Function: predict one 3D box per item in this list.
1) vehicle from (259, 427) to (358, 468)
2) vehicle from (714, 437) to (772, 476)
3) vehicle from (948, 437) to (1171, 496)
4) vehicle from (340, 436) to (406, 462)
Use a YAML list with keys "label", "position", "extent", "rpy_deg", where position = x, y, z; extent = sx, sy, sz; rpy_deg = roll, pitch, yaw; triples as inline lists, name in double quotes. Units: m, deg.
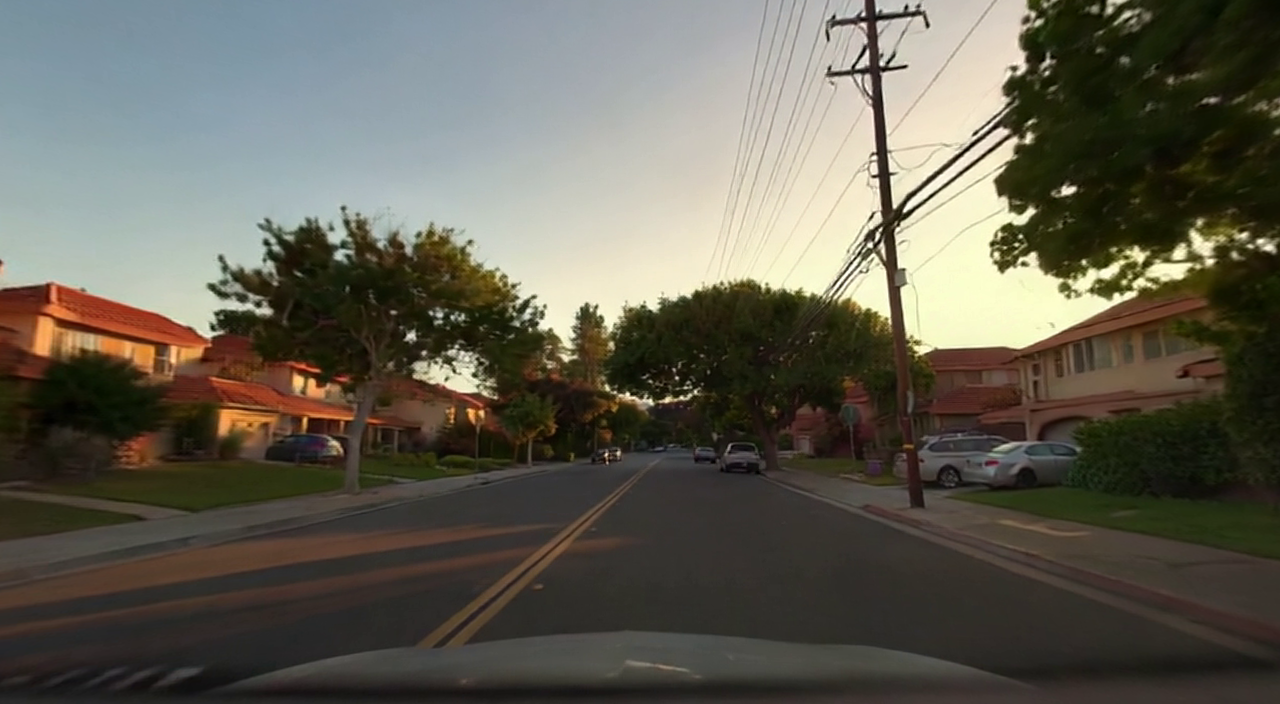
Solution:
- label: "vehicle"
  position: [-16.253, 4.748, 31.387]
  extent: [2.034, 1.829, 5.161]
  rpy_deg: [0, -9, 1]
- label: "vehicle"
  position: [5.266, 5.427, 33.071]
  extent: [2.114, 1.858, 5.144]
  rpy_deg: [0, -8, -1]
- label: "vehicle"
  position: [11.296, 3.109, 17.336]
  extent: [4.625, 1.501, 2.011]
  rpy_deg: [-1, -8, 3]
- label: "vehicle"
  position: [-19.207, 7.057, 45.719]
  extent: [2.139, 1.746, 5.099]
  rpy_deg: [-1, -9, 5]
